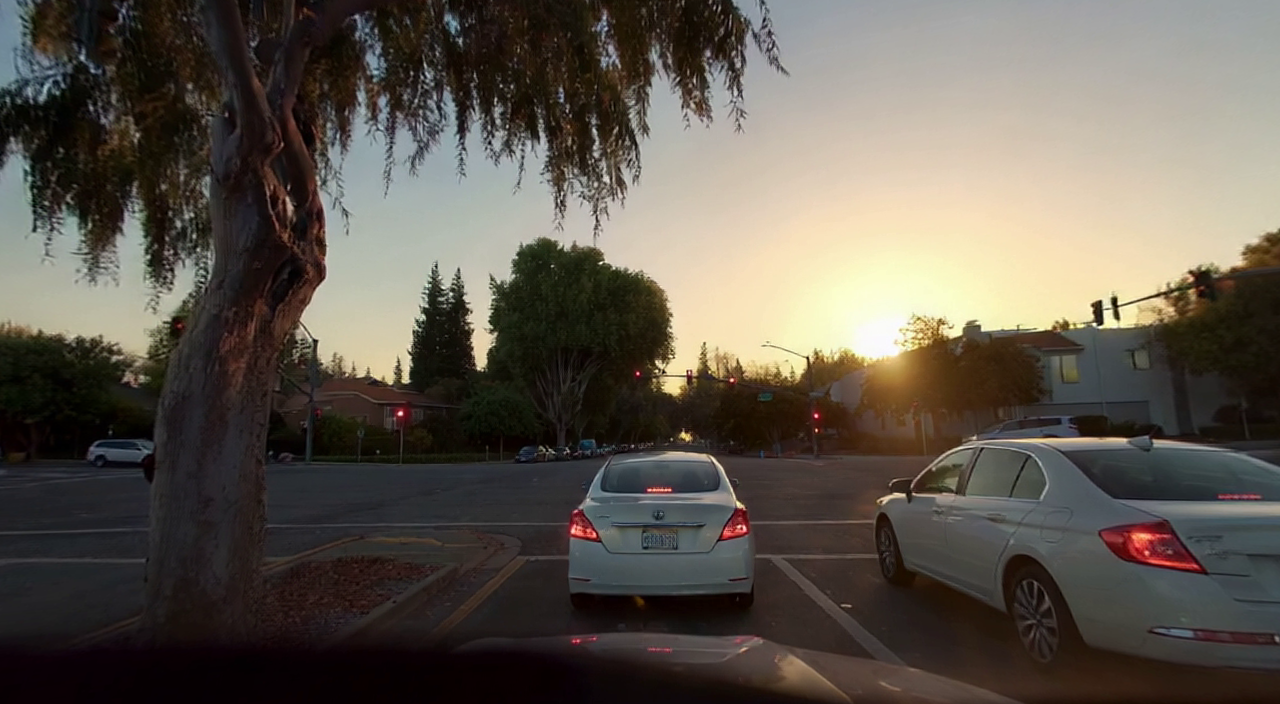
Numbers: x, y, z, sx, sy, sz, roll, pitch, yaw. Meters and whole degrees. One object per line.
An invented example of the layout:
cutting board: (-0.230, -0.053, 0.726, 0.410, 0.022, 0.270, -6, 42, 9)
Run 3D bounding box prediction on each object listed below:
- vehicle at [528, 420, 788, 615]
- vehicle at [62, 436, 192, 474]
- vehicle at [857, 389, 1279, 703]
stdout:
vehicle: (0.099, 1.566, 6.879, 2.017, 1.485, 3.813, 0, -8, -1)
vehicle: (-24.278, 4.869, 29.983, 4.450, 1.684, 1.894, 0, -8, 0)
vehicle: (3.169, 1.124, 3.894, 1.931, 1.493, 4.555, 0, -8, -1)
